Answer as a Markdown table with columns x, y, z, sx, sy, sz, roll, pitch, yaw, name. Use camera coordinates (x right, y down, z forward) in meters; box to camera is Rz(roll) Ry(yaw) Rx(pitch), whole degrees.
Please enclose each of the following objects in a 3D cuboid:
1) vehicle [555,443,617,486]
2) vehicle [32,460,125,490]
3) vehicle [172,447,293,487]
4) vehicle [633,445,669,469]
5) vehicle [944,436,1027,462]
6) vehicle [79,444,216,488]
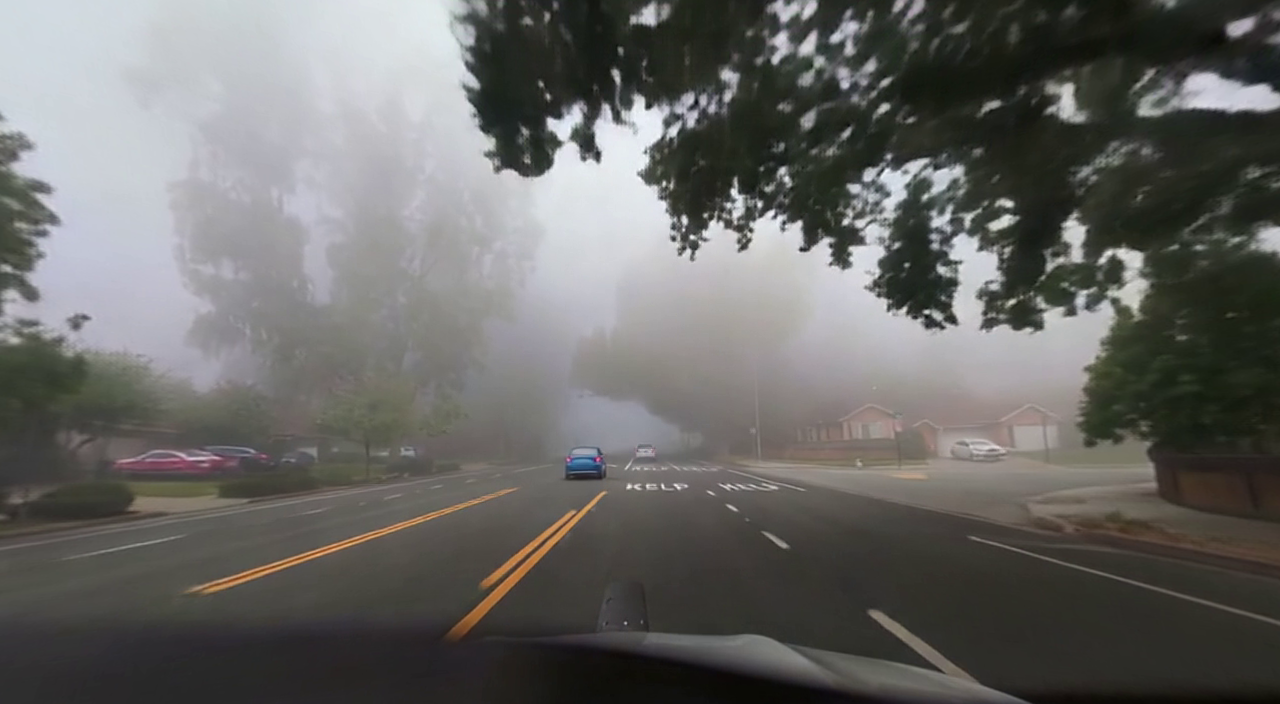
| x | y | z | sx | sy | sz | roll | pitch | yaw | name |
| --- | --- | --- | --- | --- | --- | --- | --- | --- | --- |
| -1.978 | 4.278 | 24.391 | 2.158 | 1.469 | 4.909 | 0 | -9 | -2 | vehicle |
| -33.160 | 7.235 | 37.357 | 1.774 | 1.484 | 3.684 | -5 | -9 | 13 | vehicle |
| -22.357 | 6.278 | 34.950 | 2.173 | 1.849 | 5.752 | -5 | -9 | 12 | vehicle |
| 0.697 | 6.902 | 41.730 | 2.226 | 1.505 | 4.128 | 0 | -9 | 0 | vehicle |
| 22.838 | 6.424 | 41.744 | 4.318 | 1.601 | 1.975 | 0 | -9 | -3 | vehicle |
| -27.868 | 6.419 | 36.041 | 2.161 | 2.233 | 5.937 | -2 | -9 | 14 | vehicle |
